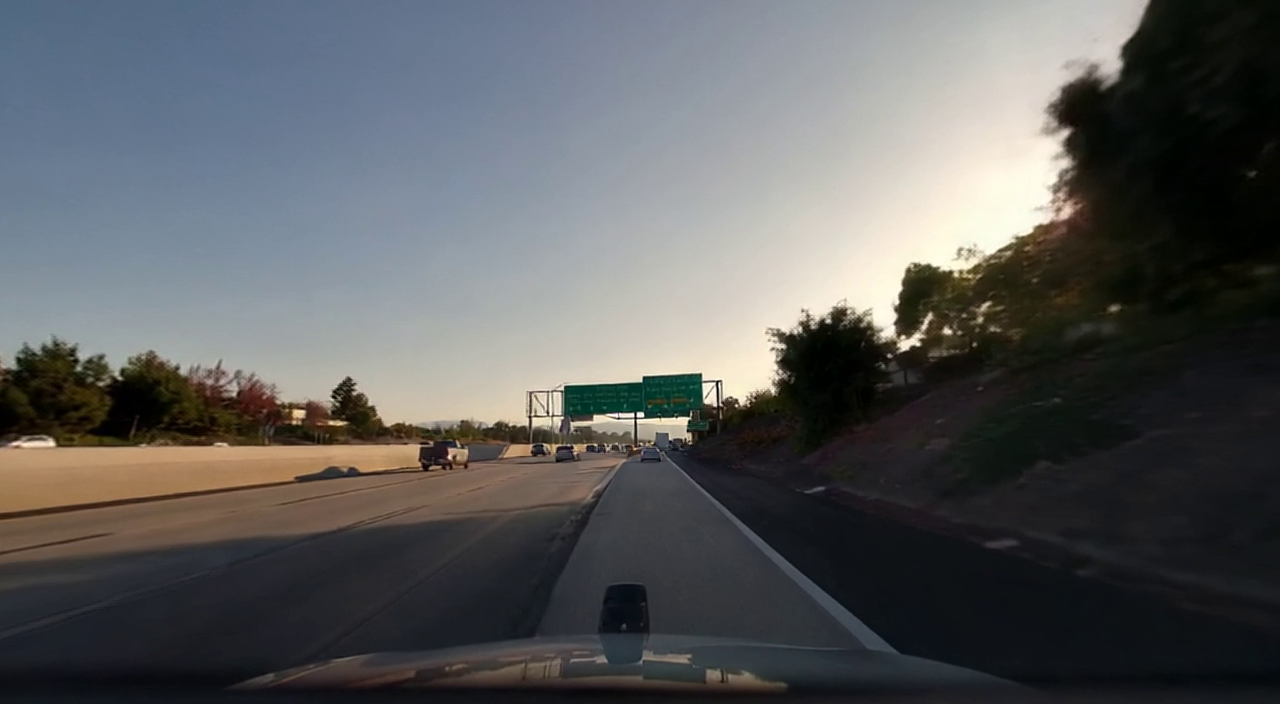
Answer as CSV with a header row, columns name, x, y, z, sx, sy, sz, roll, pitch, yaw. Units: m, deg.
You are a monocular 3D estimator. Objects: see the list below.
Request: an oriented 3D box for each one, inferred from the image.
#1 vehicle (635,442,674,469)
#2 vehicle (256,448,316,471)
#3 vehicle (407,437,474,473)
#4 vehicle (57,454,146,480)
name,x,y,z,sx,sy,sz,roll,pitch,yaw
vehicle,0.837,6.054,37.080,2.137,1.461,3.999,-1,-8,1
vehicle,-25.948,7.866,46.392,2.003,1.506,4.340,-1,-8,-2
vehicle,-11.033,5.712,35.221,2.246,1.812,4.740,-1,-8,-1
vehicle,-35.518,7.578,41.777,1.982,1.507,4.757,0,-8,-4
